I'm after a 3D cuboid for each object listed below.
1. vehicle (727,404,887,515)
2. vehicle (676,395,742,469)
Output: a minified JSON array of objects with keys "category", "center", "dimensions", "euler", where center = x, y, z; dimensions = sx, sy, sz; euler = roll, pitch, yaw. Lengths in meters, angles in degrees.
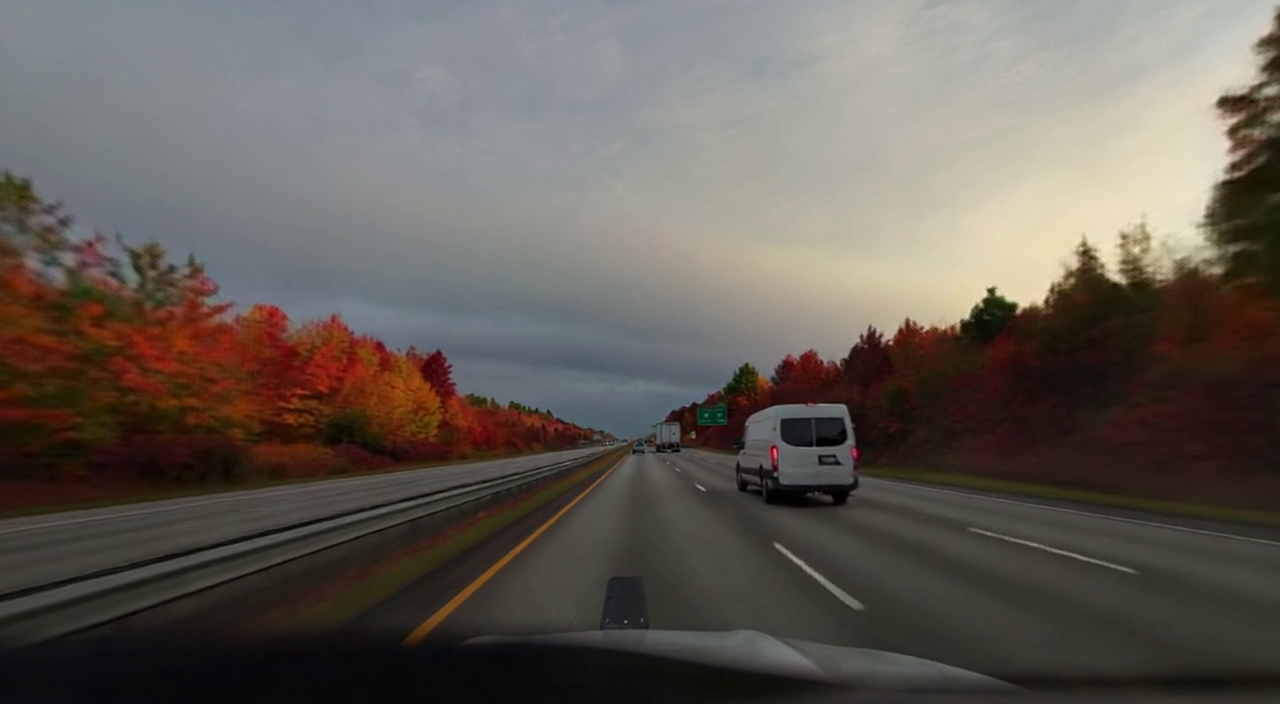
[{"category":"vehicle","center":[3.569,2.439,14.698],"dimensions":[2.291,2.112,5.052],"euler":[0,-8,0]},{"category":"vehicle","center":[4.427,5.768,44.341],"dimensions":[3.208,4.202,15.777],"euler":[0,-8,1]}]
